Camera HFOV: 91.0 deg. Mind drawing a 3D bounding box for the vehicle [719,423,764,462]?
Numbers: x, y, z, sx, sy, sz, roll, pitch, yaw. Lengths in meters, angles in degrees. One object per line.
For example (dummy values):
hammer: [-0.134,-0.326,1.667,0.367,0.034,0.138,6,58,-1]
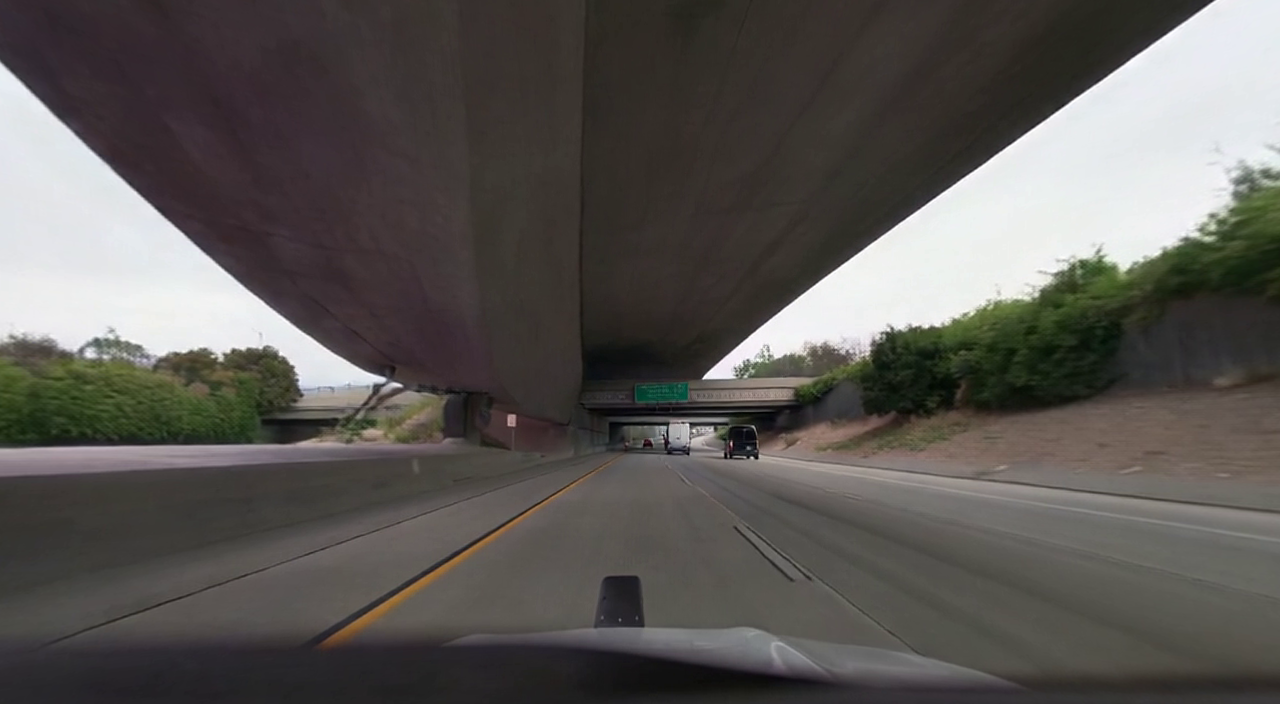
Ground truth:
vehicle: [7.705,6.971,48.370,2.379,2.819,6.294,0,-8,0]
